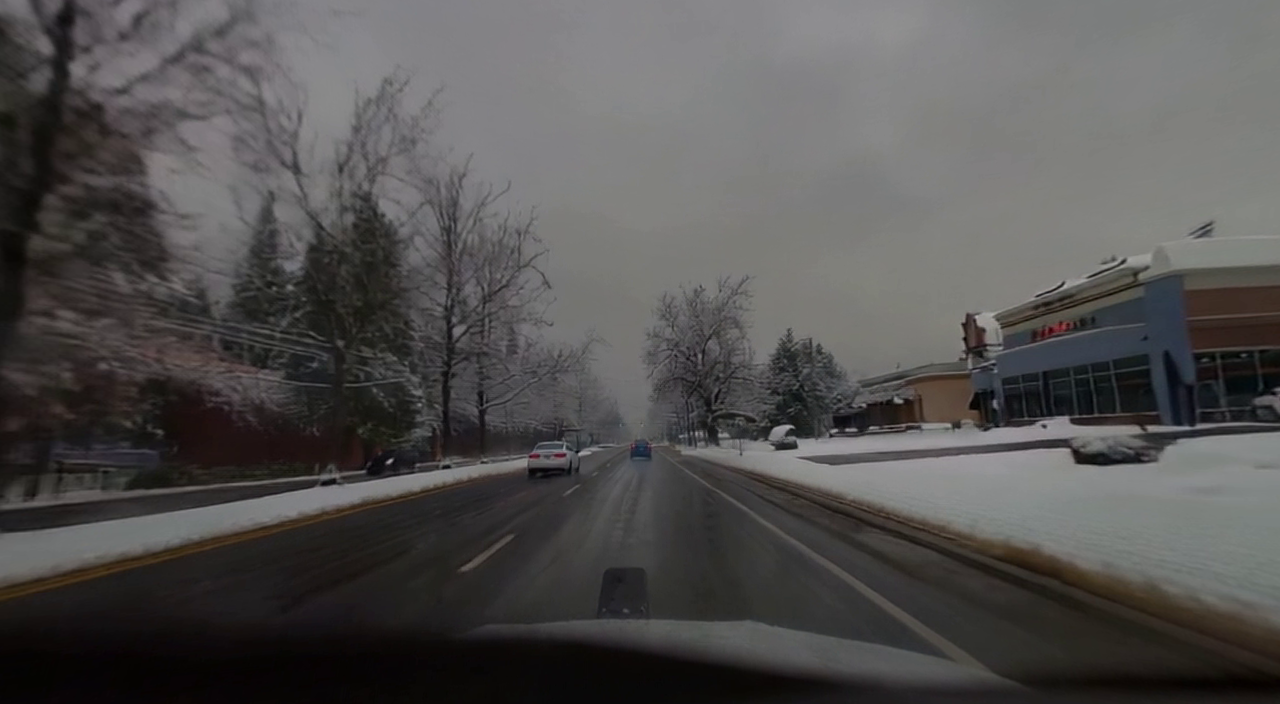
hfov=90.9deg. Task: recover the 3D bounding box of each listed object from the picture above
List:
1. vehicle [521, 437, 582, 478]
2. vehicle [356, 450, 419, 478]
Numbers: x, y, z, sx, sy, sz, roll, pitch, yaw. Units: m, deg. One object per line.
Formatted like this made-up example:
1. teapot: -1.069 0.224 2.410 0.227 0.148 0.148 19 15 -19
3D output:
1. vehicle: -3.794 4.615 27.806 1.914 1.630 4.351 0 -8 2
2. vehicle: -15.953 7.074 40.103 1.967 1.581 4.663 0 -8 1
